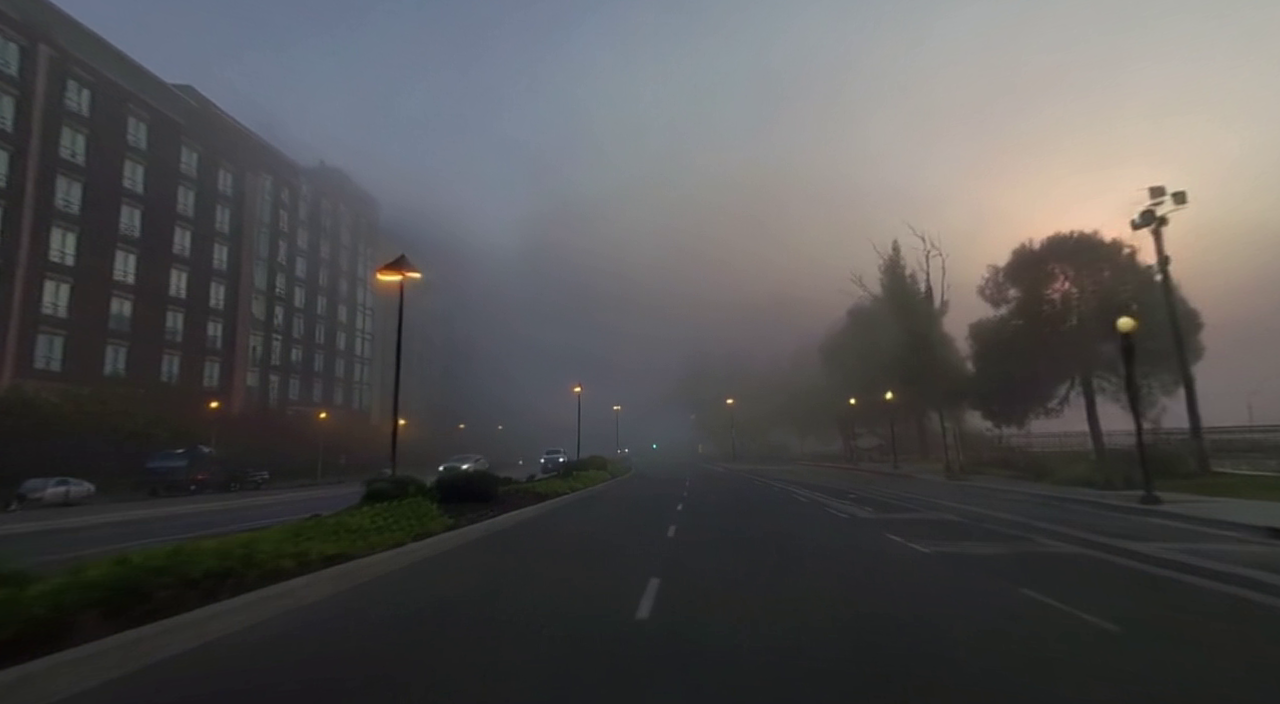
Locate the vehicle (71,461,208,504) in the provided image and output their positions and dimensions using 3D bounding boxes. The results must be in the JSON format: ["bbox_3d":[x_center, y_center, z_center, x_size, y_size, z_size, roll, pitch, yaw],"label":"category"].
[{"bbox_3d":[-28.261,7.351,35.982,2.403,2.020,6.284,-1,-8,4],"label":"vehicle"}]

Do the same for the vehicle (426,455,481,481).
[{"bbox_3d":[-12.776,7.955,43.487,2.006,1.633,4.292,-1,-8,7],"label":"vehicle"}]

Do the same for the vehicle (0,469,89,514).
[{"bbox_3d":[-28.655,6.373,28.931,2.073,1.772,4.793,-1,-8,7],"label":"vehicle"}]
